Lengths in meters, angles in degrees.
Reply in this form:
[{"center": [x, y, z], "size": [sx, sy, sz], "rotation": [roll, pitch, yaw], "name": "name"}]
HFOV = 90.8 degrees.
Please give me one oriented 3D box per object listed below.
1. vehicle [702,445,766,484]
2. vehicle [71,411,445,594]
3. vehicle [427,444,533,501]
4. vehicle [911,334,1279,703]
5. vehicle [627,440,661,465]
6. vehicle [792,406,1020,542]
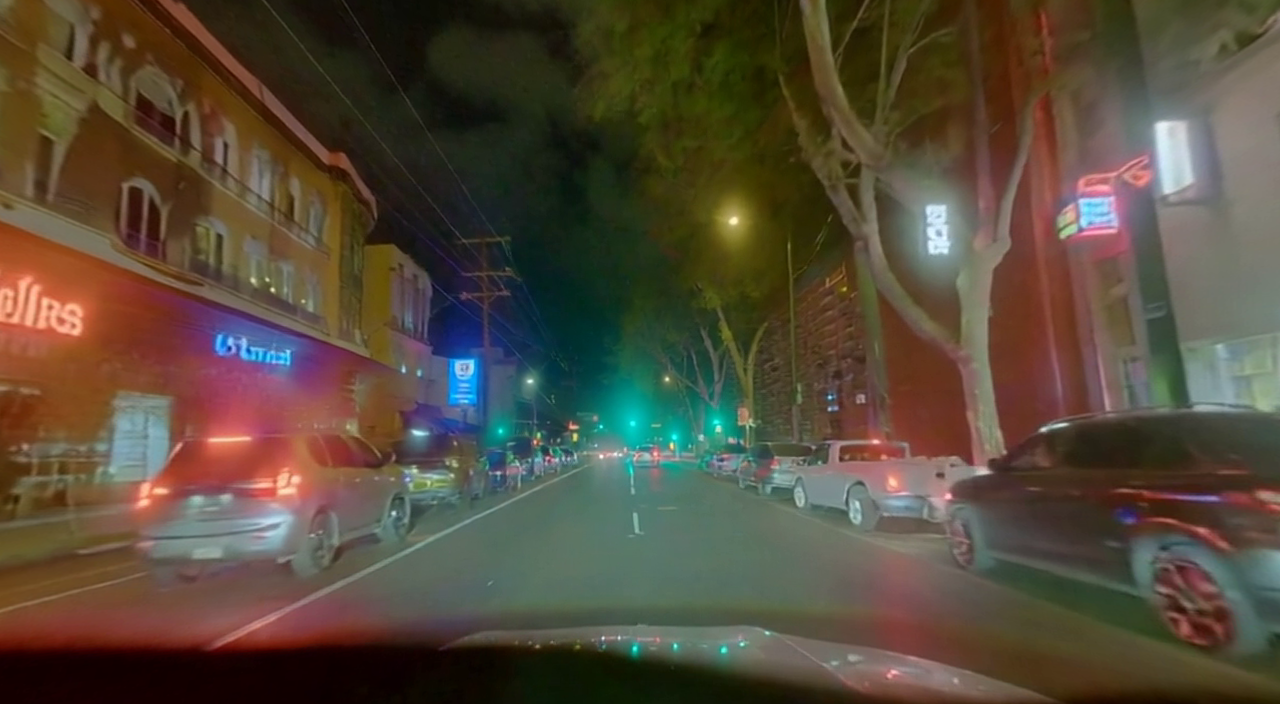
[{"center": [4.018, 4.856, 27.632], "size": [1.921, 1.440, 4.382], "rotation": [-1, -8, -3], "name": "vehicle"}, {"center": [-4.628, 1.879, 8.933], "size": [2.341, 1.825, 4.924], "rotation": [0, -8, -2], "name": "vehicle"}, {"center": [-4.650, 3.558, 19.139], "size": [2.053, 1.485, 4.540], "rotation": [0, -8, 0], "name": "vehicle"}, {"center": [4.575, 1.182, 5.314], "size": [2.243, 1.992, 5.087], "rotation": [0, -8, -1], "name": "vehicle"}, {"center": [0.228, 7.756, 48.946], "size": [2.440, 1.882, 4.611], "rotation": [0, -8, -2], "name": "vehicle"}, {"center": [4.554, 2.173, 11.943], "size": [2.044, 1.990, 5.035], "rotation": [0, -8, -1], "name": "vehicle"}]
